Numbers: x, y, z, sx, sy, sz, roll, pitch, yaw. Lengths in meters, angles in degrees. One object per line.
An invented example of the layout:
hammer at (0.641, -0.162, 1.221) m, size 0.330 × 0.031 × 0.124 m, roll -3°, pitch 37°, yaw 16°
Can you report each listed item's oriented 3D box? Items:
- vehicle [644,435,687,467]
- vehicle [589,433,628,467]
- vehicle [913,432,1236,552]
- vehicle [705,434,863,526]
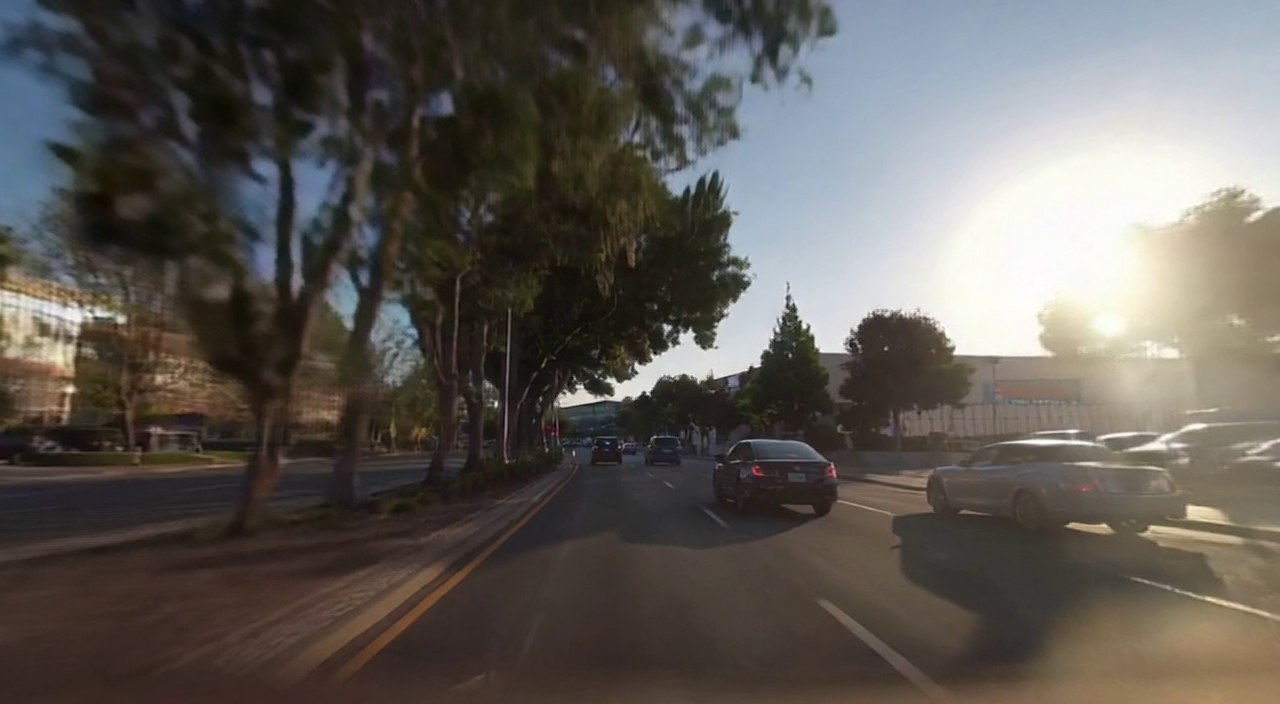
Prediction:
vehicle at (1.454, 5.807, 37.075) m, size 2.000 × 1.745 × 4.206 m, roll 1°, pitch -8°, yaw -5°
vehicle at (-1.810, 5.561, 35.778) m, size 2.051 × 1.798 × 4.168 m, roll 1°, pitch -8°, yaw -4°
vehicle at (6.372, 2.057, 10.025) m, size 1.917 × 1.457 × 4.274 m, roll 1°, pitch -8°, yaw -3°
vehicle at (2.553, 2.377, 12.334) m, size 1.883 × 1.452 × 4.258 m, roll 1°, pitch -8°, yaw -3°
